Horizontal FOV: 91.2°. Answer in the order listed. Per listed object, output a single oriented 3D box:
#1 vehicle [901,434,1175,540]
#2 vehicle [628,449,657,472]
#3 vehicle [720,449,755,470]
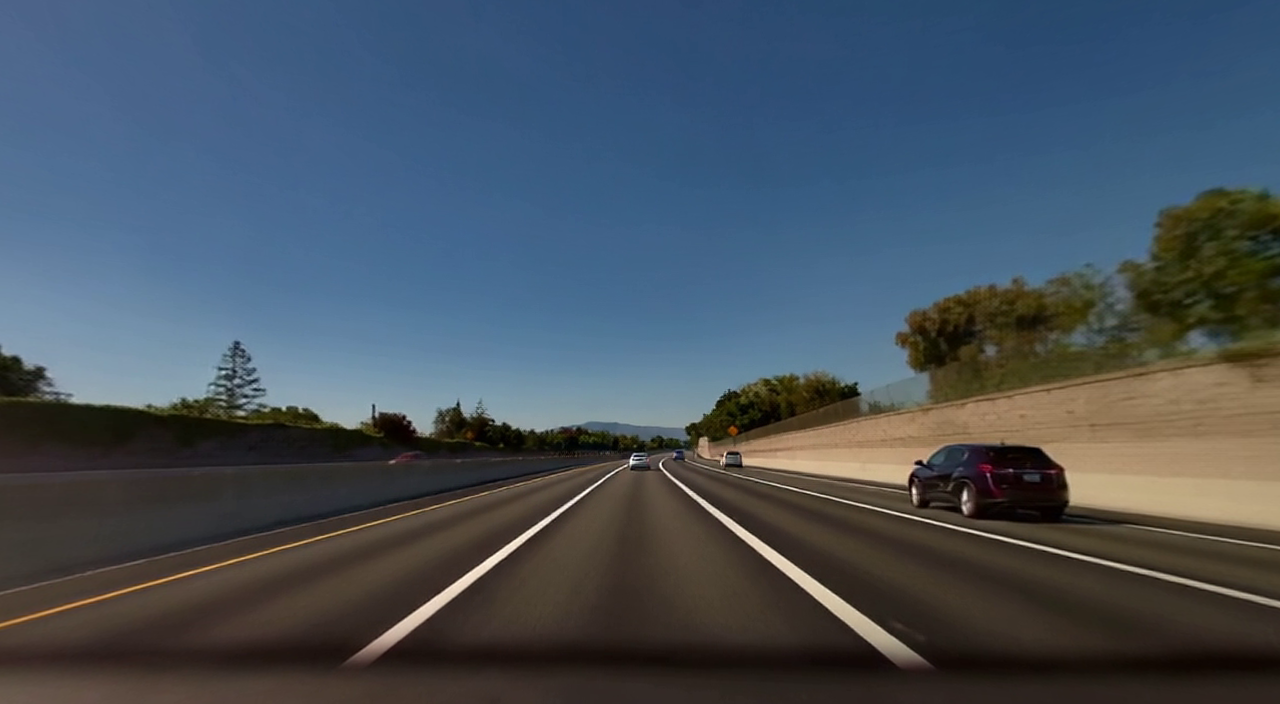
[{"bbox_3d":[6.867,2.360,11.625,2.008,1.533,4.592,0,-9,-1],"label":"vehicle"},{"bbox_3d":[0.181,7.877,45.705,2.025,1.526,4.181,0,-9,0],"label":"vehicle"},{"bbox_3d":[7.114,7.901,46.124,1.941,1.485,3.701,0,-9,-1],"label":"vehicle"}]
